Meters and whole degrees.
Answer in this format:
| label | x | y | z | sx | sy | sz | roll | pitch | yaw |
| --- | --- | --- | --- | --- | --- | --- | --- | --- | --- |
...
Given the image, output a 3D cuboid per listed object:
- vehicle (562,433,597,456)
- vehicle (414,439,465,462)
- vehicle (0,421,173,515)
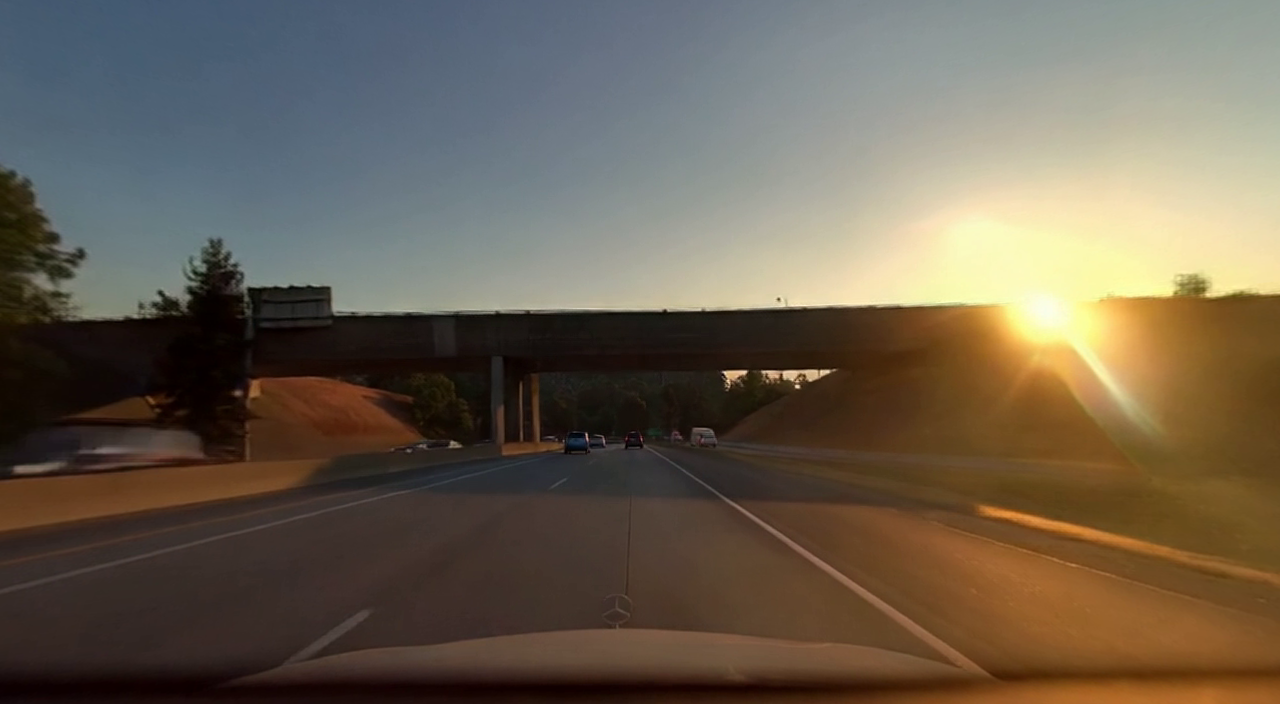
| label | x | y | z | sx | sy | sz | roll | pitch | yaw |
| --- | --- | --- | --- | --- | --- | --- | --- | --- | --- |
| vehicle | -4.268 | 6.607 | 45.156 | 2.169 | 1.588 | 4.264 | 0 | -8 | 0 |
| vehicle | -13.297 | 6.566 | 42.021 | 2.062 | 1.437 | 4.002 | 0 | -8 | 0 |
| vehicle | -12.575 | 2.346 | 13.122 | 1.877 | 1.696 | 5.004 | 0 | -8 | -1 |
